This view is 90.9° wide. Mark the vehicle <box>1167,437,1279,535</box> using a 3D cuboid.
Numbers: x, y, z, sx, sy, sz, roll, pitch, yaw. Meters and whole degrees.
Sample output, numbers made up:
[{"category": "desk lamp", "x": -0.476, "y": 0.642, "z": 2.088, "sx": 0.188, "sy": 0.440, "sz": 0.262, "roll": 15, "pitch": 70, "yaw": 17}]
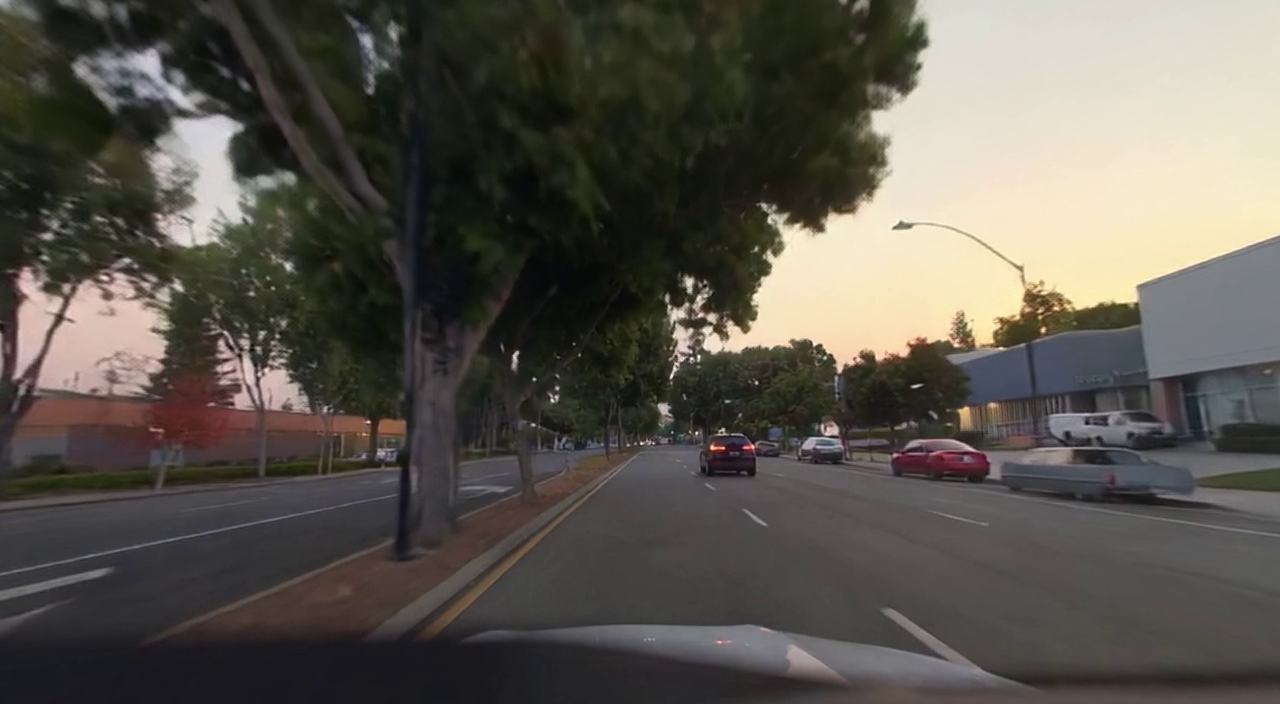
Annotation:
[{"category": "vehicle", "x": 10.532, "y": 1.962, "z": 9.162, "sx": 1.853, "sy": 1.458, "sz": 4.480, "roll": 0, "pitch": -8, "yaw": 0}]

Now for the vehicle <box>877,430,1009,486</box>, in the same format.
[{"category": "vehicle", "x": 10.688, "y": 3.784, "z": 22.792, "sx": 2.247, "sy": 1.799, "sz": 5.025, "roll": 0, "pitch": -8, "yaw": -1}]

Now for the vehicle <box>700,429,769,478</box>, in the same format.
[{"category": "vehicle", "x": 3.870, "y": 4.250, "z": 26.621, "sx": 2.183, "sy": 1.845, "sz": 4.482, "roll": 0, "pitch": -8, "yaw": -1}]

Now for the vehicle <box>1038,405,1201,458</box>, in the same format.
[{"category": "vehicle", "x": 19.650, "y": 3.370, "z": 26.337, "sx": 2.175, "sy": 1.965, "sz": 5.909, "roll": 0, "pitch": -8, "yaw": 0}]

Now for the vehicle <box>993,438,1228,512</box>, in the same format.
[{"category": "vehicle", "x": 10.742, "y": 2.808, "z": 14.983, "sx": 1.893, "sy": 1.467, "sz": 4.760, "roll": 0, "pitch": -8, "yaw": 0}]
